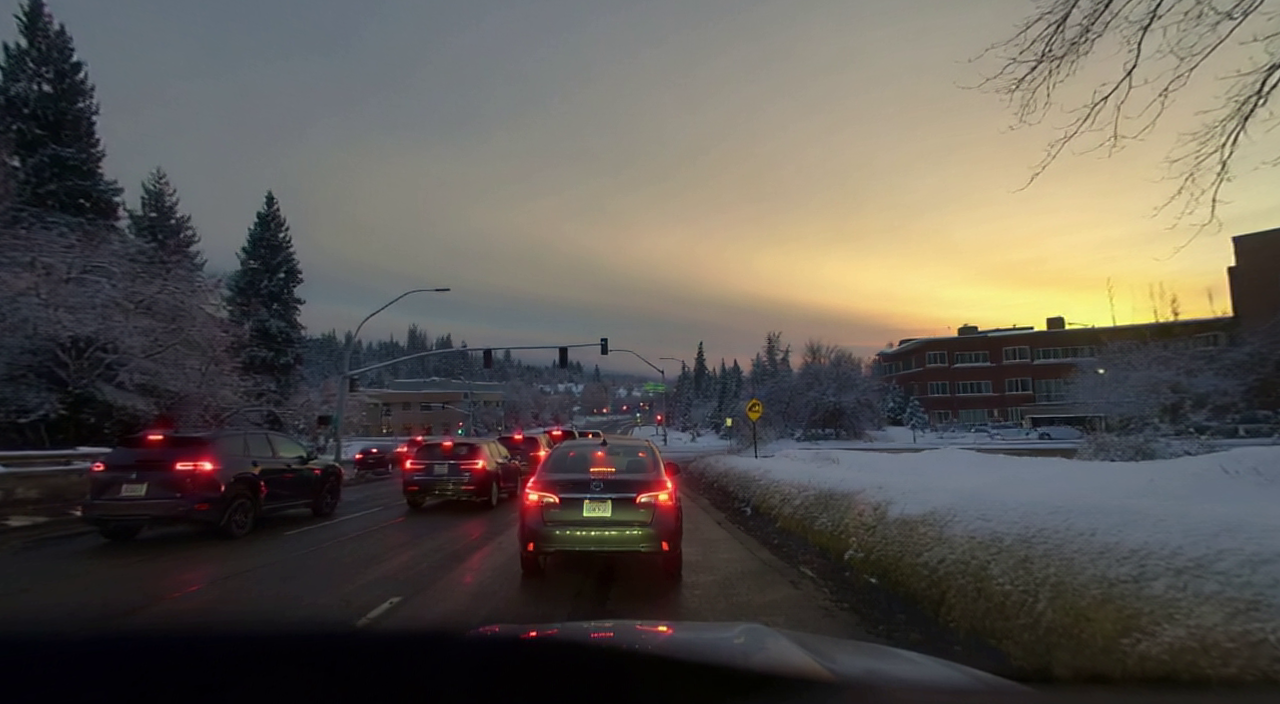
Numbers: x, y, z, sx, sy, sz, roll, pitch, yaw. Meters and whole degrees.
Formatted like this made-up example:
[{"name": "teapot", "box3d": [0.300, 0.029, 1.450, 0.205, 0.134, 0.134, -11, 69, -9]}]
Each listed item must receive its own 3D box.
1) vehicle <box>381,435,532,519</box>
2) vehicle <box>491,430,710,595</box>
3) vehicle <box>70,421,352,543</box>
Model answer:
[{"name": "vehicle", "box3d": [-3.785, 2.655, 13.992, 1.913, 1.521, 4.539, 0, -9, 1]}, {"name": "vehicle", "box3d": [-0.386, 1.821, 8.025, 2.066, 1.544, 3.954, 0, -9, 0]}, {"name": "vehicle", "box3d": [-7.321, 2.233, 11.497, 2.068, 1.784, 4.224, 0, -9, 1]}]
